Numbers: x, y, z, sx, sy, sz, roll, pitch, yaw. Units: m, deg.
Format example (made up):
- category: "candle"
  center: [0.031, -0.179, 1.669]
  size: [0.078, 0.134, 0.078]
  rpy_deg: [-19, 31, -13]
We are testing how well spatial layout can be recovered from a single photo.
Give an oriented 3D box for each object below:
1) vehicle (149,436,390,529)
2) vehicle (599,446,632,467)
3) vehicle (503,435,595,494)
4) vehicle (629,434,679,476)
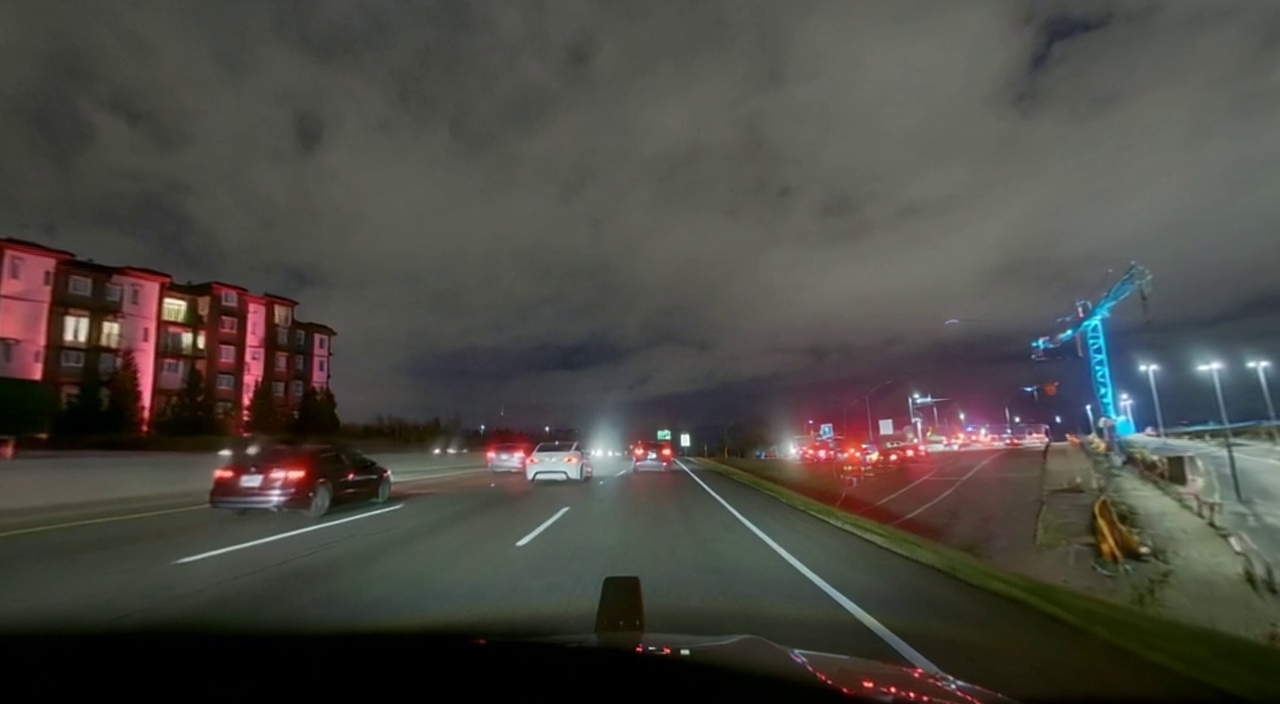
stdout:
- category: "vehicle"
  center: [-6.924, 2.451, 12.506]
  size: [1.959, 1.486, 4.460]
  rpy_deg: [0, -8, 2]
- category: "vehicle"
  center: [-1.807, 7.825, 47.491]
  size: [2.029, 1.497, 3.960]
  rpy_deg: [0, -9, 4]
- category: "vehicle"
  center: [-2.787, 3.563, 20.384]
  size: [2.109, 1.657, 4.554]
  rpy_deg: [0, -8, 2]
- category: "vehicle"
  center: [0.652, 4.720, 28.985]
  size: [2.116, 1.763, 4.352]
  rpy_deg: [0, -8, 2]
